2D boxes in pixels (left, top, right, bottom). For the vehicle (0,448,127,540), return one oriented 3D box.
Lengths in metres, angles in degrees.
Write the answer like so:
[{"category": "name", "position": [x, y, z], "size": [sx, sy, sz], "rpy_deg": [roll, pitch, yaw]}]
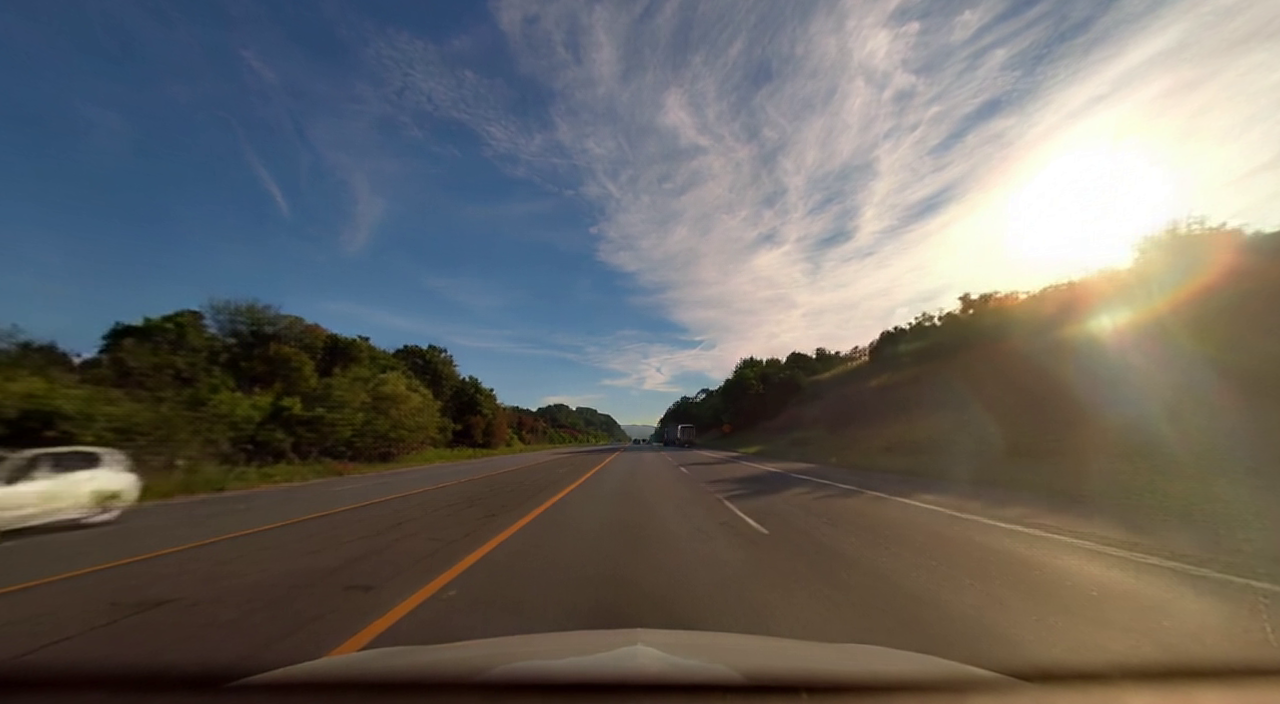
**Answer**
[{"category": "vehicle", "position": [-11.766, 2.473, 10.993], "size": [1.874, 1.495, 4.409], "rpy_deg": [0, -8, 0]}]
